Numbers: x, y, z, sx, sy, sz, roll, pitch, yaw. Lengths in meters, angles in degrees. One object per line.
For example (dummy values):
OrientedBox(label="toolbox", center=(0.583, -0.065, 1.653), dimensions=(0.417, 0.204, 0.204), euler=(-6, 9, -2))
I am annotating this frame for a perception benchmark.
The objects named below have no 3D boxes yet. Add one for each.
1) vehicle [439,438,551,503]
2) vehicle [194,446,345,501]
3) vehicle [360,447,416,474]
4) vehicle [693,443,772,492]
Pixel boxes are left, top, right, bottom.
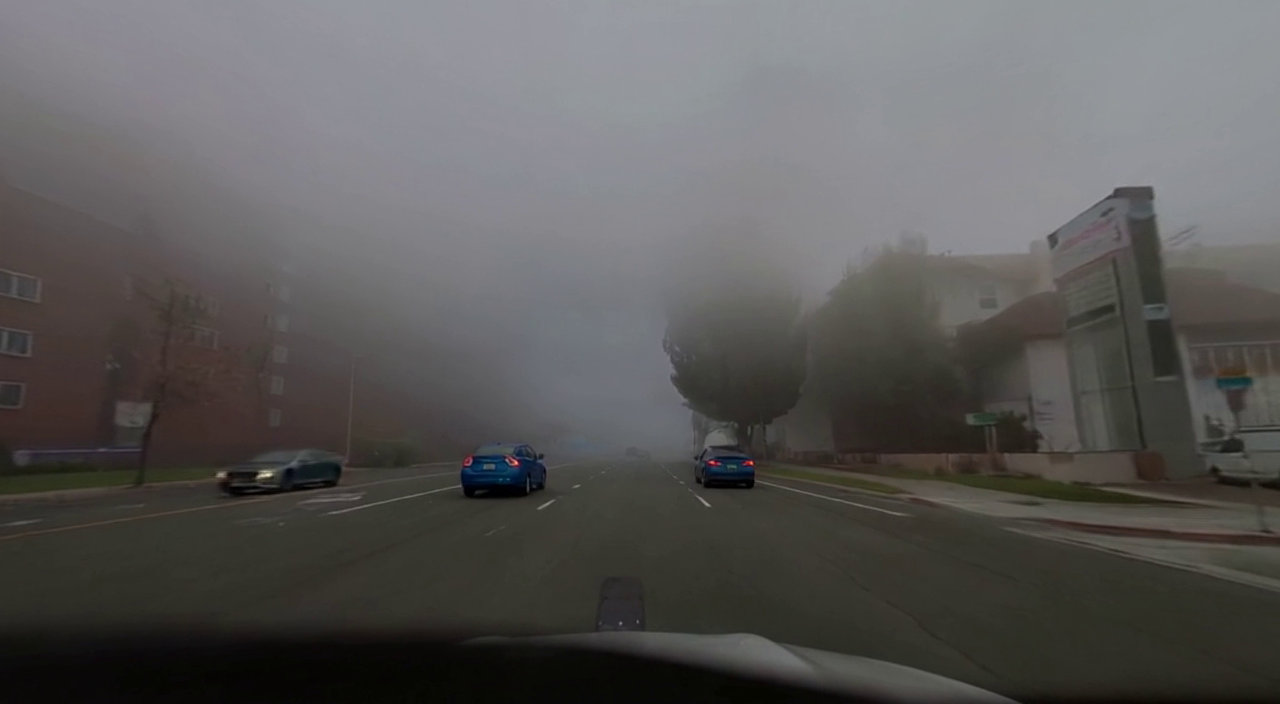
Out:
OrientedBox(label="vehicle", center=(-3.742, 3.118, 17.080), dimensions=(2.062, 1.527, 4.044), euler=(0, -9, 0))
OrientedBox(label="vehicle", center=(-11.249, 3.688, 19.641), dimensions=(1.931, 1.487, 4.500), euler=(0, -9, 0))
OrientedBox(label="vehicle", center=(-17.999, 7.726, 45.354), dimensions=(2.078, 1.730, 4.740), euler=(-3, -9, 0))
OrientedBox(label="vehicle", center=(3.035, 3.903, 21.782), dimensions=(1.978, 1.471, 4.426), euler=(0, -9, -1))
